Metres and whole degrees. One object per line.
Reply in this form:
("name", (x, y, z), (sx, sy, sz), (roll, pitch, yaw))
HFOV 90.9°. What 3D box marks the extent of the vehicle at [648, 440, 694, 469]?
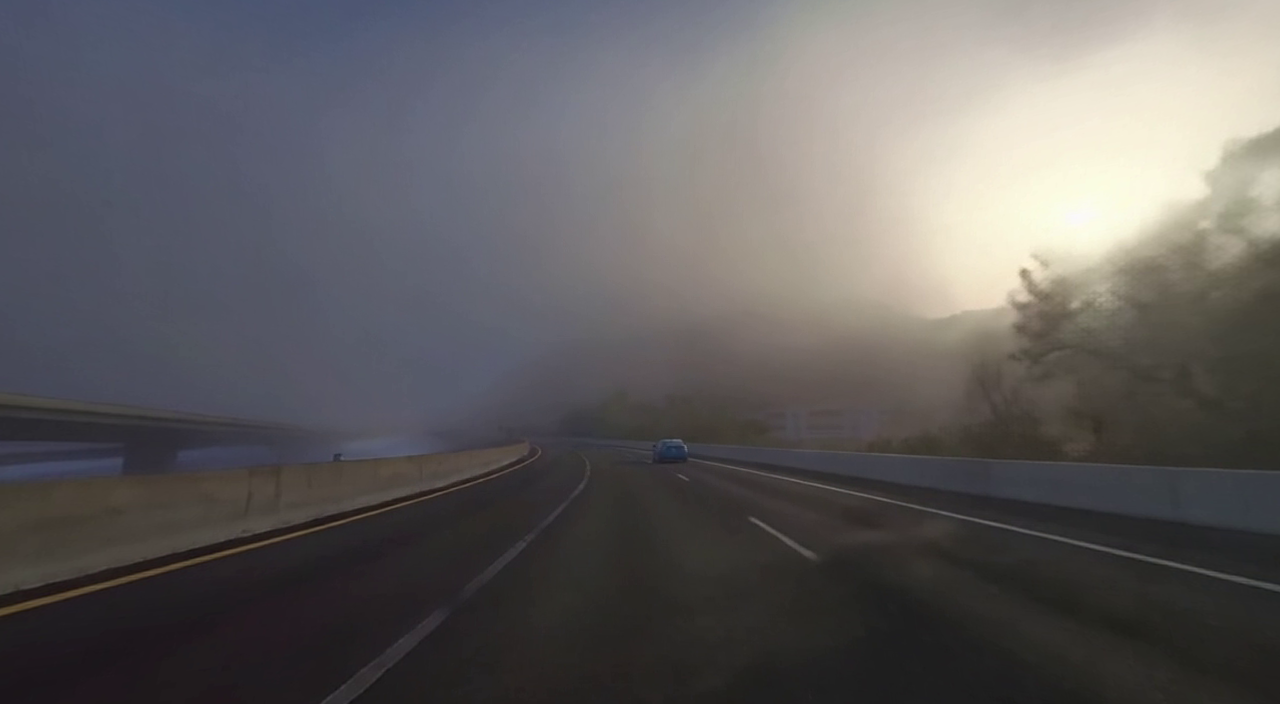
("vehicle", (1.641, 5.670, 34.953), (1.985, 1.440, 4.466), (0, -9, -4))
